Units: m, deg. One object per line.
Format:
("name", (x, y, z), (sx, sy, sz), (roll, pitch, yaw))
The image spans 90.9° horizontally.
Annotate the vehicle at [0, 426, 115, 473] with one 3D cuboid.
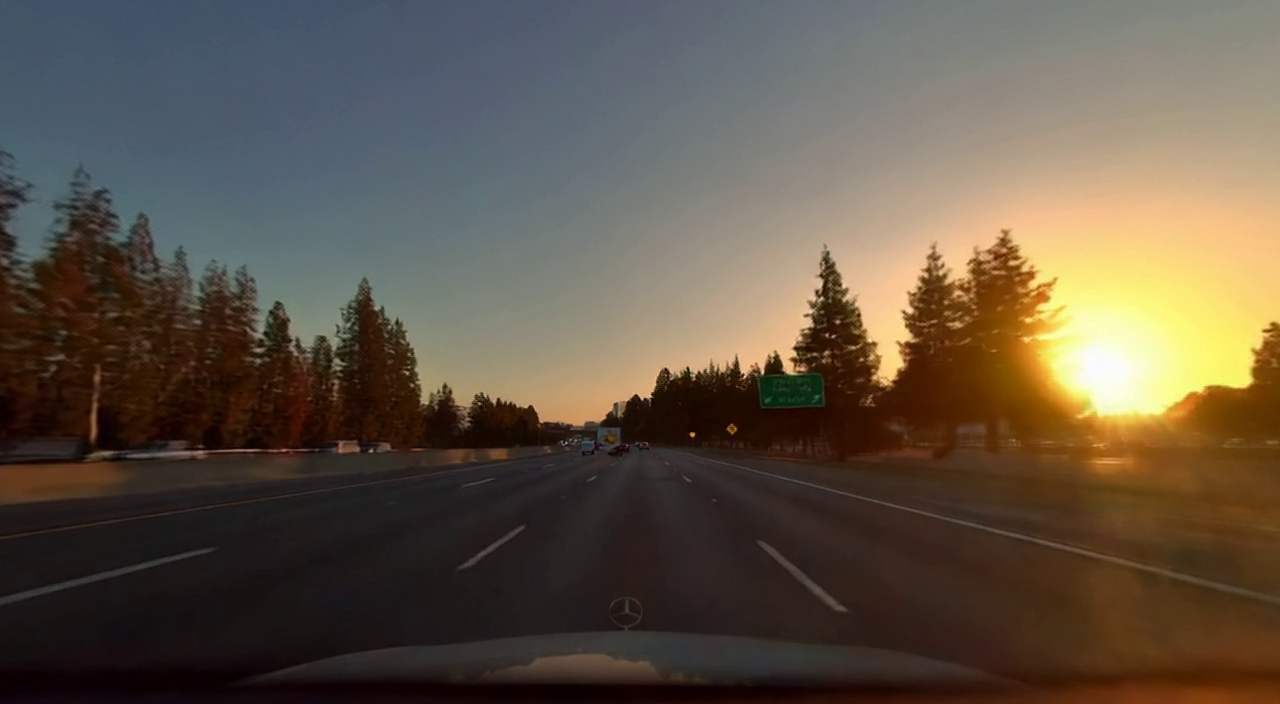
("vehicle", (-39.207, 6.214, 40.338), (3.153, 2.743, 9.365), (0, -8, 0))
